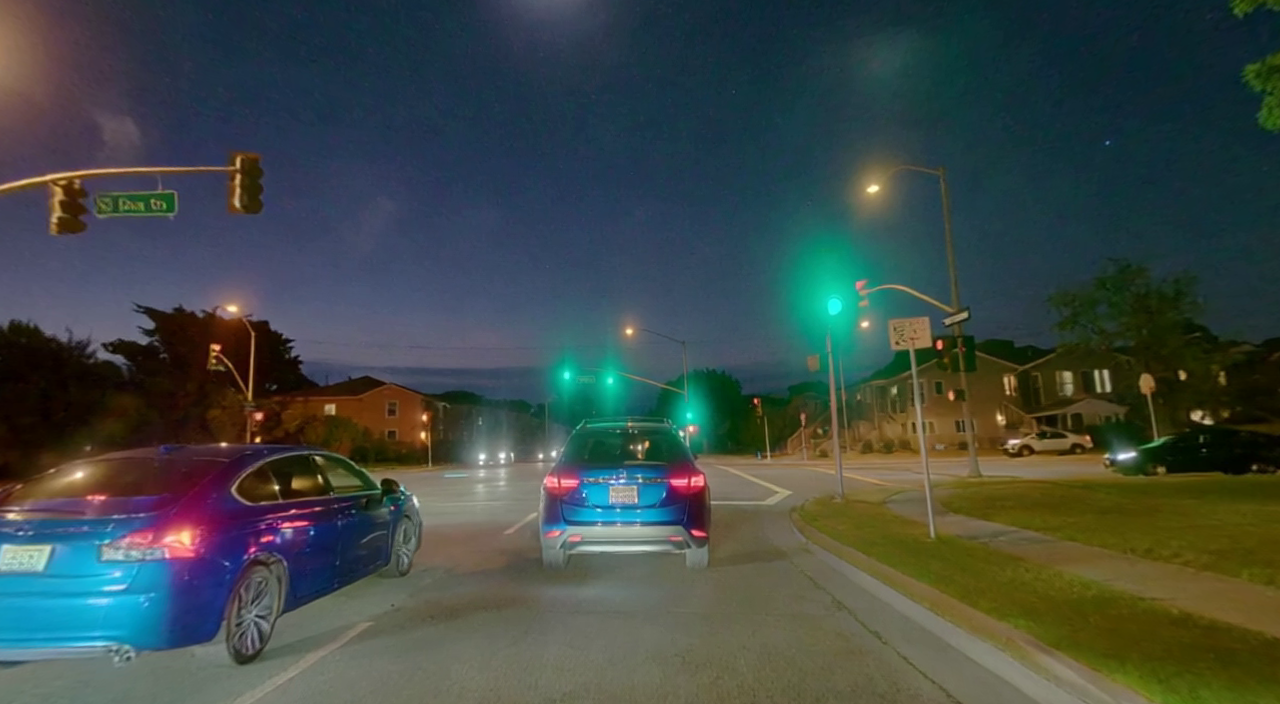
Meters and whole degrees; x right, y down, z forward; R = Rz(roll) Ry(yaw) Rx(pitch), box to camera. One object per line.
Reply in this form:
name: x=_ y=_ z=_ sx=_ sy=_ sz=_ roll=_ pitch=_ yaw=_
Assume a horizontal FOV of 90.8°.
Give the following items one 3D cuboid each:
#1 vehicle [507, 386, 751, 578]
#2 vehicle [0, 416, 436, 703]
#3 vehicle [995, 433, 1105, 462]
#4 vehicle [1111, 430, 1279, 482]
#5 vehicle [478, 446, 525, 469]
vehicle: x=-0.172 y=1.616 z=8.617 sx=2.396 sy=1.881 sz=4.606 roll=0 pitch=-8 yaw=-2
vehicle: x=-3.323 y=1.349 z=5.051 sx=1.934 sy=1.459 sz=4.368 roll=0 pitch=-8 yaw=0
vehicle: x=21.348 y=5.001 z=33.109 sx=4.353 sy=1.431 sz=1.876 roll=-2 pitch=-9 yaw=14
vehicle: x=17.226 y=3.067 z=18.775 sx=4.715 sy=1.439 sz=1.874 roll=-2 pitch=-9 yaw=14
vehicle: x=-9.429 y=7.190 z=43.352 sx=2.028 sy=1.474 sz=4.637 roll=-1 pitch=-8 yaw=2
